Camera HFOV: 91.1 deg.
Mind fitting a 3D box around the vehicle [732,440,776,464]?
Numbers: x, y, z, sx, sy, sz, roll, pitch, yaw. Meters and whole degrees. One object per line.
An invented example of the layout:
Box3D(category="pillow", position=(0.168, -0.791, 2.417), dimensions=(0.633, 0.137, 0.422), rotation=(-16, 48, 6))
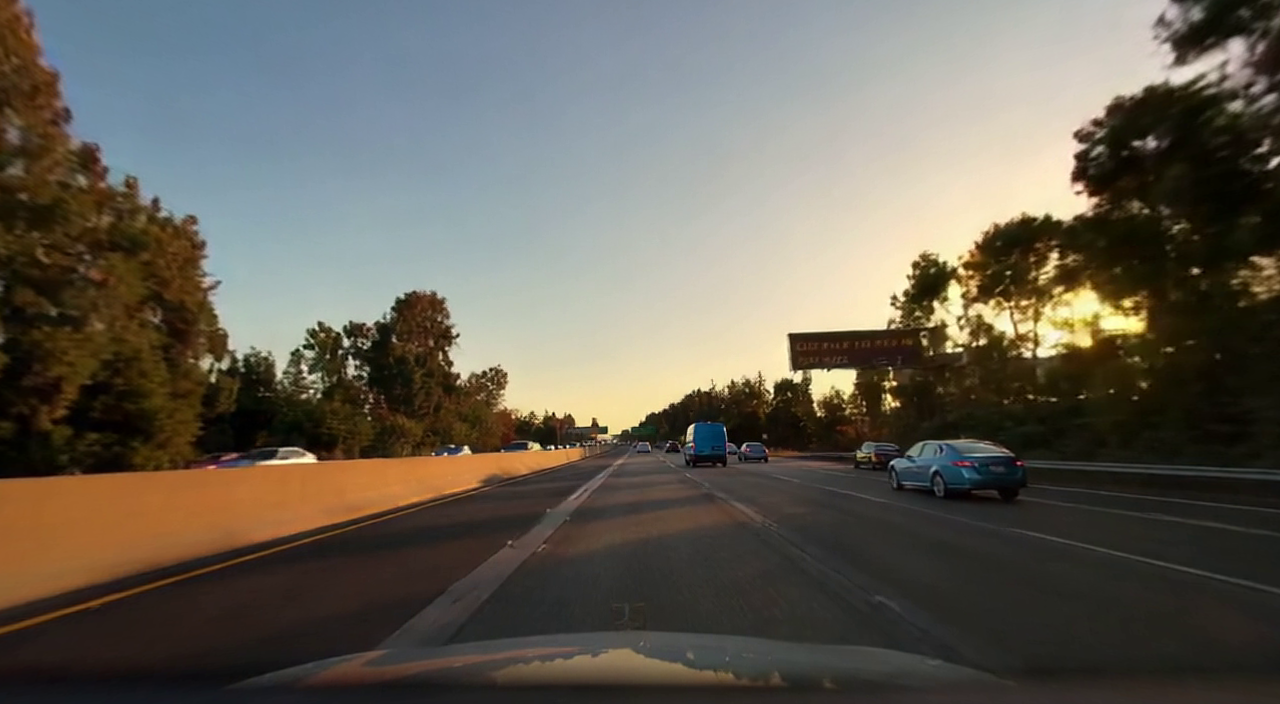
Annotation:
Box3D(category="vehicle", position=(7.445, 6.587, 41.451), dimensions=(2.099, 1.510, 3.784), rotation=(0, -8, -1))

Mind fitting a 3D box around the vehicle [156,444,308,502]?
Box3D(category="vehicle", position=(-13.975, 4.112, 21.932), dimensions=(2.213, 1.636, 4.641), rotation=(-4, -8, 0))

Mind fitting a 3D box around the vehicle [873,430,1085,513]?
Box3D(category="vehicle", position=(7.215, 2.582, 14.138), dimensions=(2.003, 1.517, 4.936), rotation=(0, -8, 0))

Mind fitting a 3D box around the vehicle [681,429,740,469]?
Box3D(category="vehicle", position=(3.899, 5.495, 35.825), dimensions=(2.546, 2.087, 5.404), rotation=(0, -8, -2))
